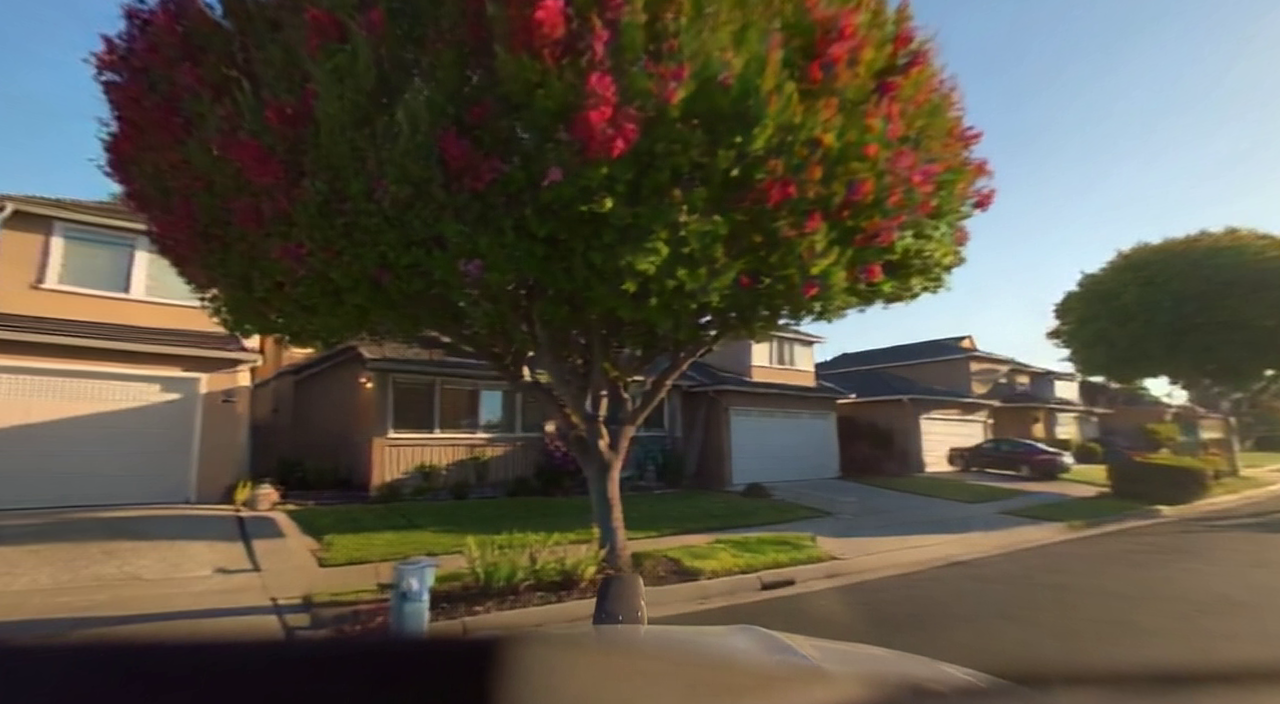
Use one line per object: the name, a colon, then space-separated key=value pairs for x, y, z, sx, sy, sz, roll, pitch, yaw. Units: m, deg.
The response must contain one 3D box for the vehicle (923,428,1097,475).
vehicle: x=12.996 y=3.511 z=22.522 sx=1.807 sy=1.485 sz=4.916 roll=6 pitch=-10 yaw=-38
